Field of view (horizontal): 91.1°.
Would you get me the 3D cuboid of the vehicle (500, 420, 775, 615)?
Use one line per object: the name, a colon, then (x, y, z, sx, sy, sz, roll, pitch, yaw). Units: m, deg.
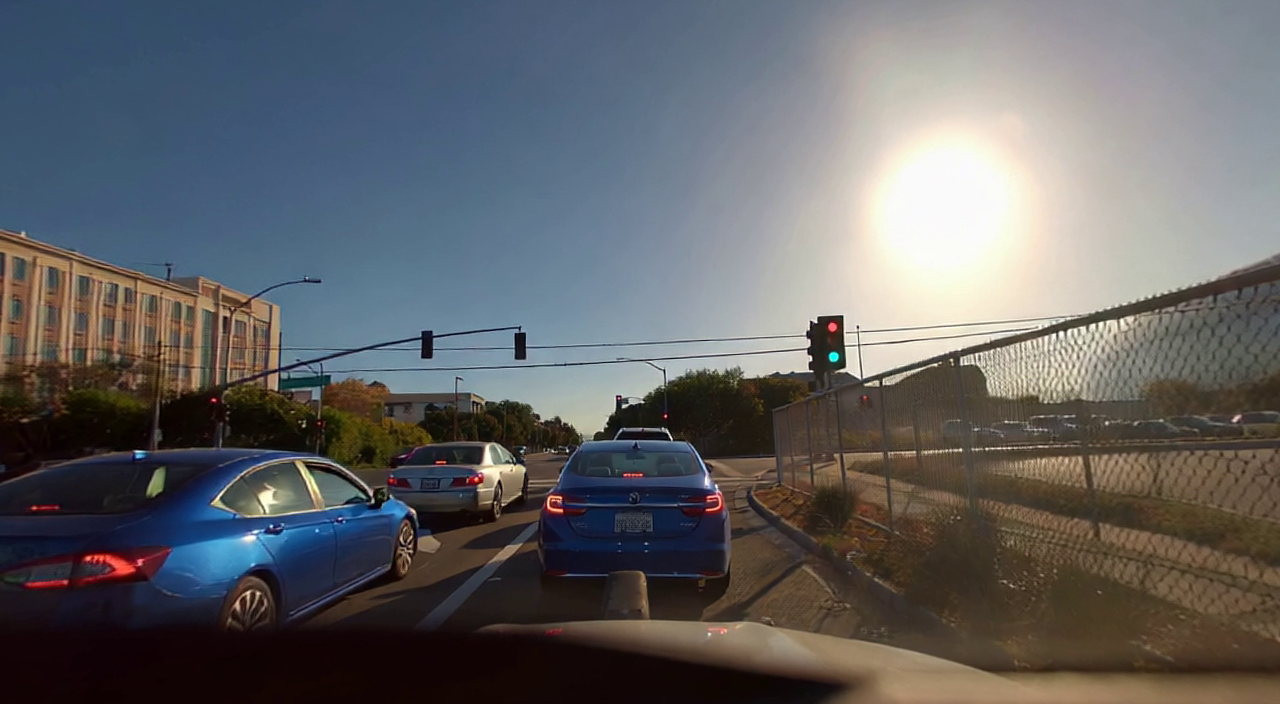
vehicle: (-0.016, 1.601, 6.998, 2.144, 1.514, 4.063, 0, -9, 0)

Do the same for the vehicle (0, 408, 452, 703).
vehicle: (-3.208, 1.320, 4.870, 1.971, 1.488, 4.581, 0, -9, 1)
